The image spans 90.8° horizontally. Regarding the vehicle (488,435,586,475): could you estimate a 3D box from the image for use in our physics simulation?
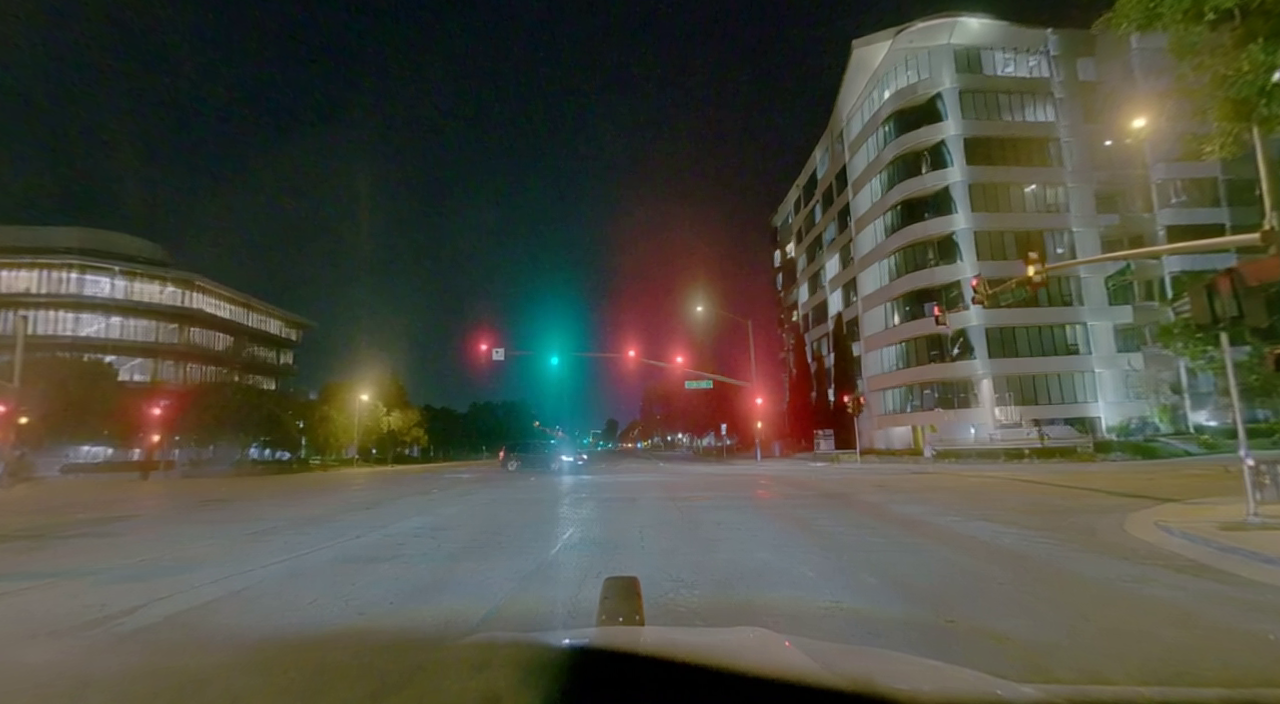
[{"bbox_3d":[-5.307,5.191,32.085,5.357,1.814,2.141,-8,-12,44],"label":"vehicle"}]
